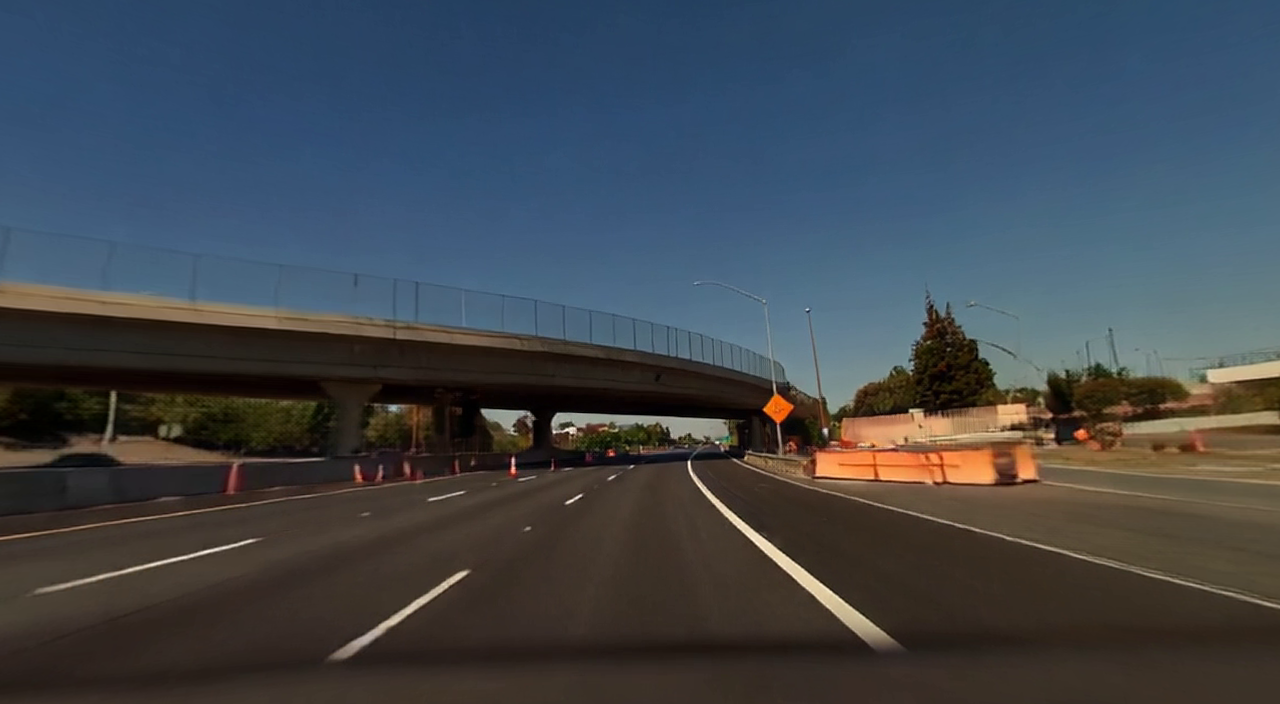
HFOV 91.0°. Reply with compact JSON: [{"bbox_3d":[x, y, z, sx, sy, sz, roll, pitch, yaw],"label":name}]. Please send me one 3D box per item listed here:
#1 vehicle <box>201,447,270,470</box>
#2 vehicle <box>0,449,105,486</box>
[{"bbox_3d":[-29.377,7.727,45.845,1.955,1.558,4.353,-1,-9,3],"label":"vehicle"},{"bbox_3d":[-26.588,5.021,27.802,1.886,1.486,4.484,-1,-9,2],"label":"vehicle"}]
